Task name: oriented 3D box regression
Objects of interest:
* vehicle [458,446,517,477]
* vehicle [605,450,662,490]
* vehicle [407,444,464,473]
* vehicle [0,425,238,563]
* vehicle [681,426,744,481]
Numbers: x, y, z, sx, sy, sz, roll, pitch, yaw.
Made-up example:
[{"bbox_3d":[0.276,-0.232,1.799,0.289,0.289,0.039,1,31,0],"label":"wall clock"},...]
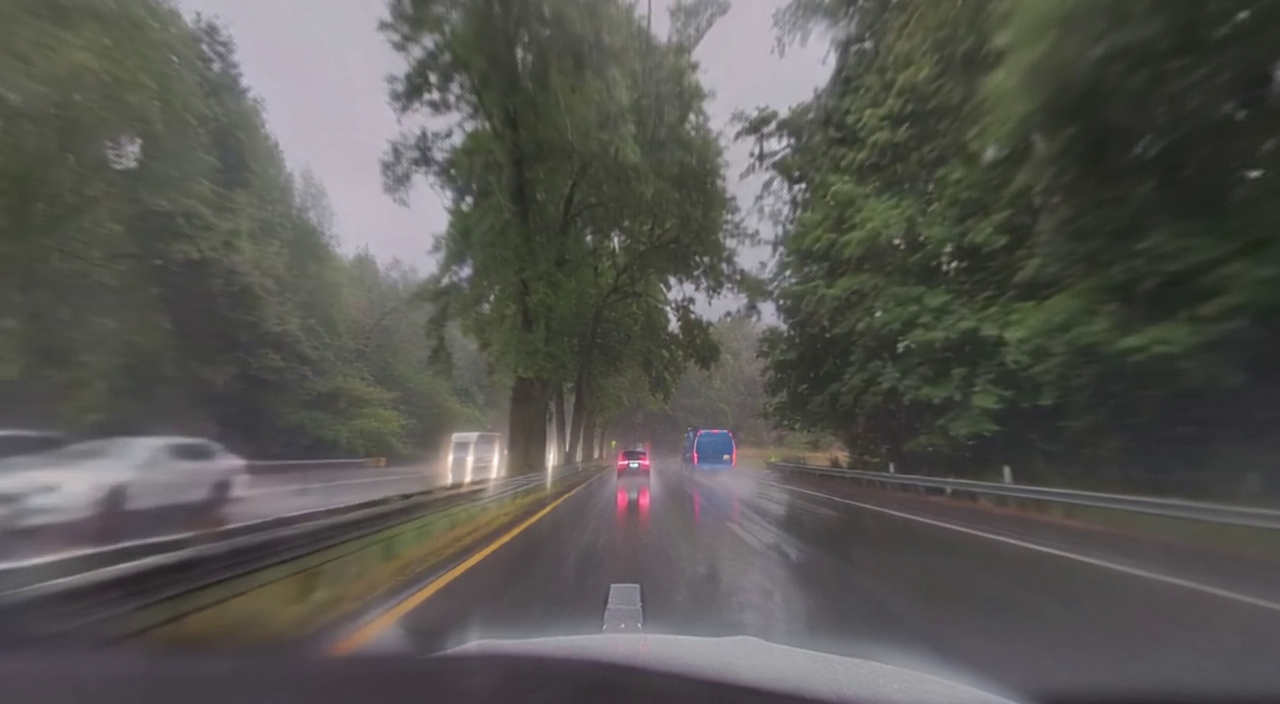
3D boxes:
[{"bbox_3d":[-7.594,5.485,31.736,1.911,1.461,3.984,0,-9,1],"label":"vehicle"},{"bbox_3d":[-0.250,4.583,24.752,2.037,1.417,3.885,0,-9,0],"label":"vehicle"},{"bbox_3d":[-12.445,6.494,38.661,2.121,1.659,4.292,0,-9,0],"label":"vehicle"},{"bbox_3d":[-7.760,1.780,8.406,1.952,1.449,4.276,0,-9,0],"label":"vehicle"},{"bbox_3d":[3.721,5.390,33.649,2.513,2.633,5.930,0,-9,-2],"label":"vehicle"}]
